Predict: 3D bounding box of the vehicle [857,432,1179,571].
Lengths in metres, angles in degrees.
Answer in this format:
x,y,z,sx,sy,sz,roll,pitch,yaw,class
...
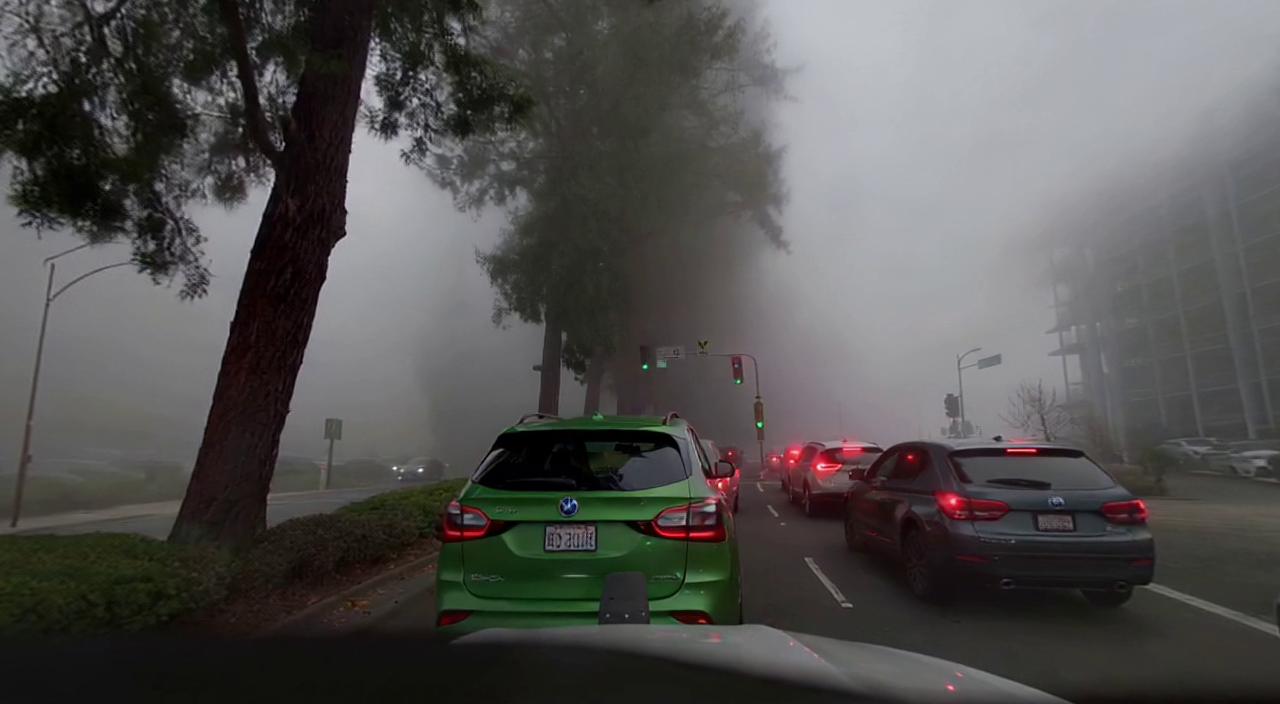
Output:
x,y,z,sx,sy,sz,roll,pitch,yaw,class
4.900,1.967,9.183,1.963,1.480,4.553,0,-8,2,vehicle

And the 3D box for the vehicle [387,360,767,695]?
x,y,z,sx,sy,sz,roll,pitch,yaw,class
-0.210,1.235,5.565,2.021,1.742,4.295,-1,-8,4,vehicle

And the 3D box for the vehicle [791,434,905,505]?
x,y,z,sx,sy,sz,roll,pitch,yaw,class
5.327,3.038,16.736,1.994,1.638,4.100,-1,-9,6,vehicle

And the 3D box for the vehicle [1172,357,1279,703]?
x,y,z,sx,sy,sz,roll,pitch,yaw,class
4.066,0.602,1.107,1.993,1.719,4.953,0,-8,1,vehicle
